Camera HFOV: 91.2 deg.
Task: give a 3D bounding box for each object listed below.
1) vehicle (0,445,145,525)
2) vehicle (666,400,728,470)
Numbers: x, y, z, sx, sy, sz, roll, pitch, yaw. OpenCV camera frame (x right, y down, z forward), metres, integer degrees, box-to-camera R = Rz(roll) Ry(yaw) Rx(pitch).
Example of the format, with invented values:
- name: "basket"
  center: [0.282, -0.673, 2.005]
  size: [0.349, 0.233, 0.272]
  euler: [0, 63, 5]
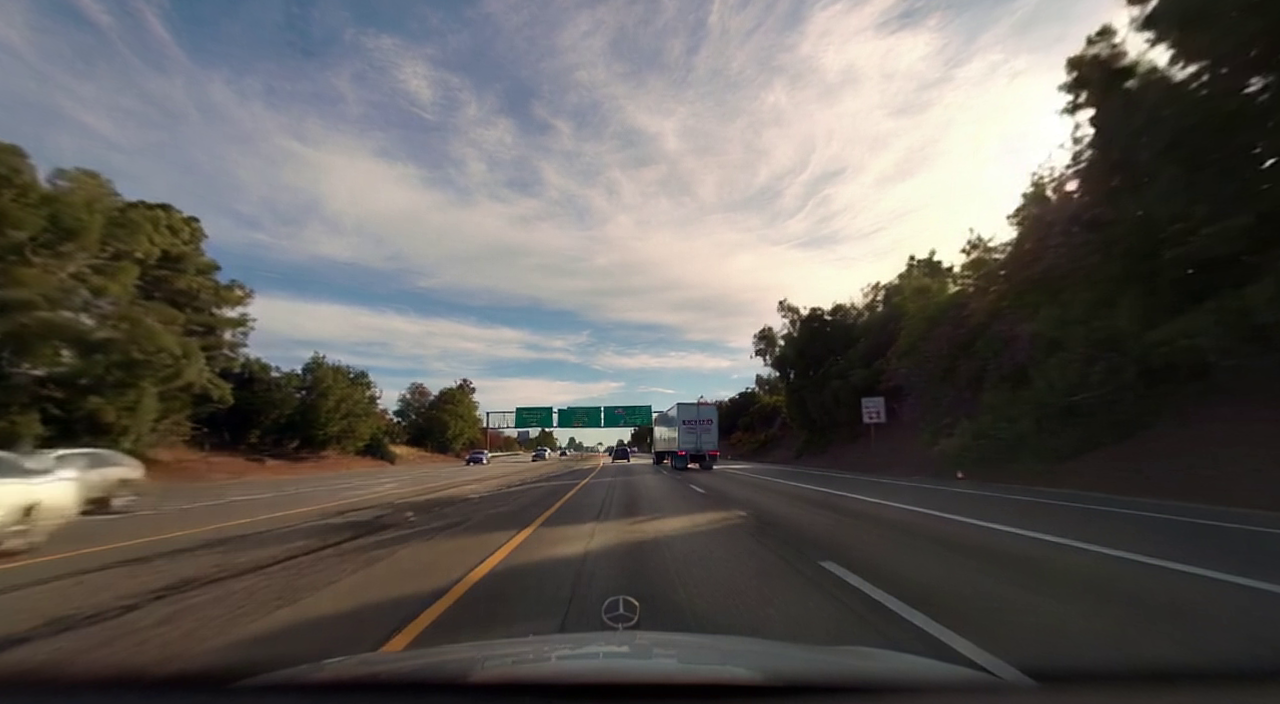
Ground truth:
- name: "vehicle"
  center: [-13.444, 2.850, 13.858]
  size: [1.813, 1.545, 3.874]
  euler: [0, -9, -1]
- name: "vehicle"
  center: [3.402, 5.308, 39.677]
  size: [2.892, 3.928, 8.380]
  euler: [0, -9, -2]
